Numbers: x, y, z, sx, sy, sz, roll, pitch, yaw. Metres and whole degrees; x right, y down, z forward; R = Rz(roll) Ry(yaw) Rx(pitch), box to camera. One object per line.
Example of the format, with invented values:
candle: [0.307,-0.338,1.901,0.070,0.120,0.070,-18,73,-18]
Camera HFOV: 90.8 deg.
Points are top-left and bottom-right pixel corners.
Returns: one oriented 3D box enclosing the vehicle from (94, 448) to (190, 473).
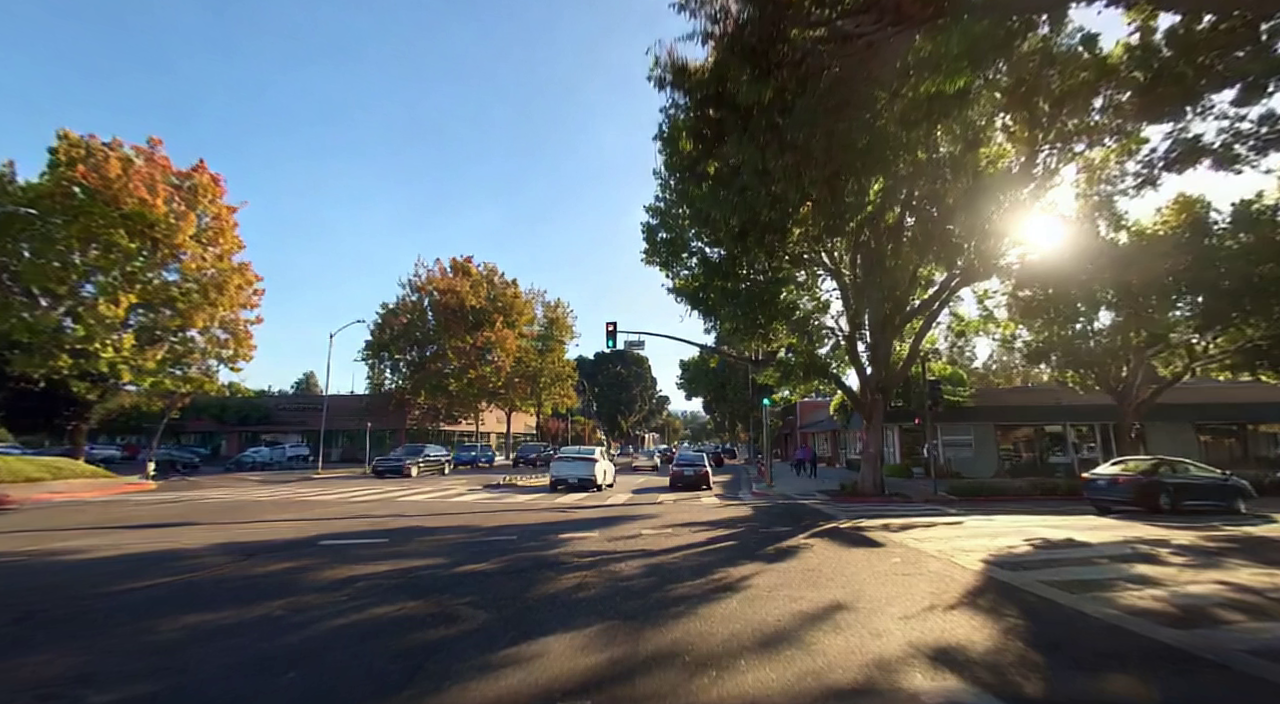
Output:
vehicle: [-32.364,7.053,41.263,1.760,1.465,4.788,-2,-9,11]

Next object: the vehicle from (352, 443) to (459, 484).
vehicle: [-9.566,4.558,26.256,1.923,1.516,4.727,-2,-9,10]

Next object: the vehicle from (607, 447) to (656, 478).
vehicle: [-0.395,5.882,34.038,1.887,1.517,4.254,-2,-9,10]

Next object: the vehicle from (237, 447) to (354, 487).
vehicle: [-13.988,4.677,25.986,1.896,1.455,4.257,-2,-8,10]

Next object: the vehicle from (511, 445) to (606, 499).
vehicle: [-2.404,3.680,19.847,1.921,1.477,4.083,-1,-9,8]

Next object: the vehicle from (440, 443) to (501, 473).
vehicle: [-10.649,6.682,40.107,1.961,1.731,4.450,-2,-9,10]

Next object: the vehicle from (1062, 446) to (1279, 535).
vehicle: [11.003,2.551,12.170,4.472,1.471,2.148,2,-9,-12]

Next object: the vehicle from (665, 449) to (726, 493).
vehicle: [2.157,4.410,23.769,2.085,1.475,3.976,-1,-9,7]
